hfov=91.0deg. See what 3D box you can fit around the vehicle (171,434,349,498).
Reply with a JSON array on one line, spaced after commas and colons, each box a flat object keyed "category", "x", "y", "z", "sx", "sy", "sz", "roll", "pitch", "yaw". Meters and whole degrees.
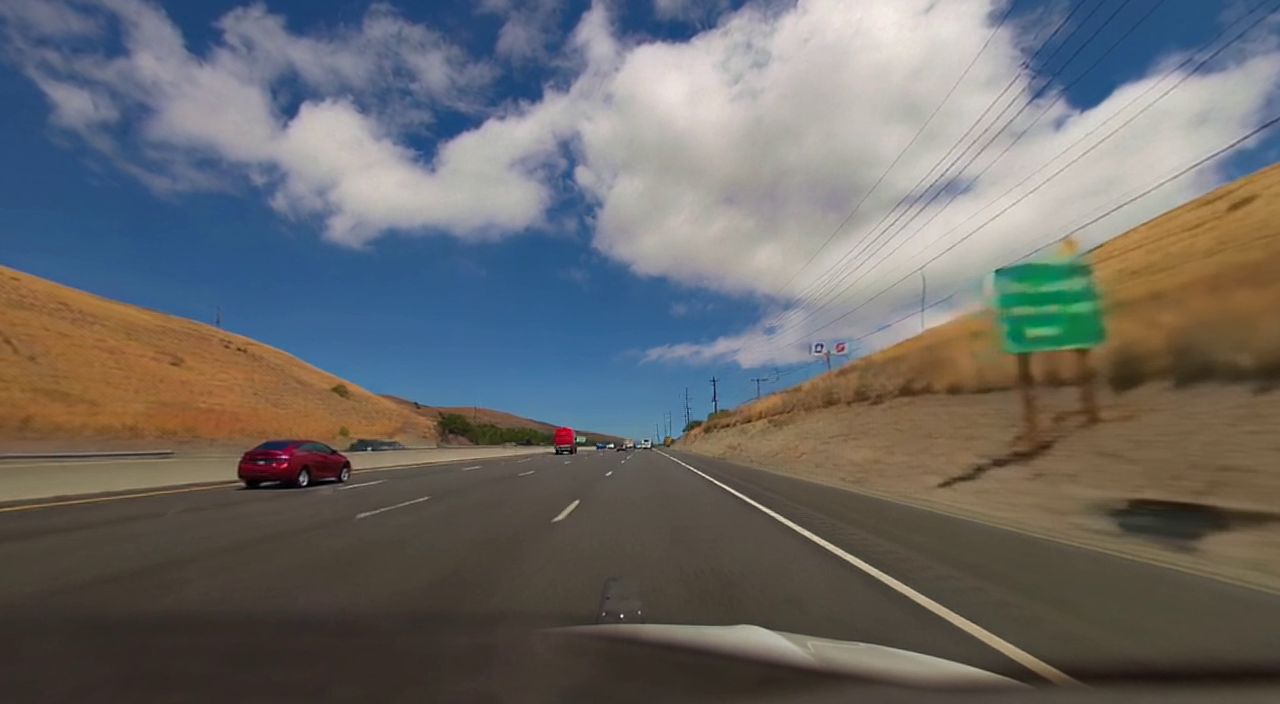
[{"category": "vehicle", "x": -10.553, "y": 3.182, "z": 18.045, "sx": 1.971, "sy": 1.558, "sz": 4.847, "roll": 0, "pitch": -9, "yaw": 1}]
